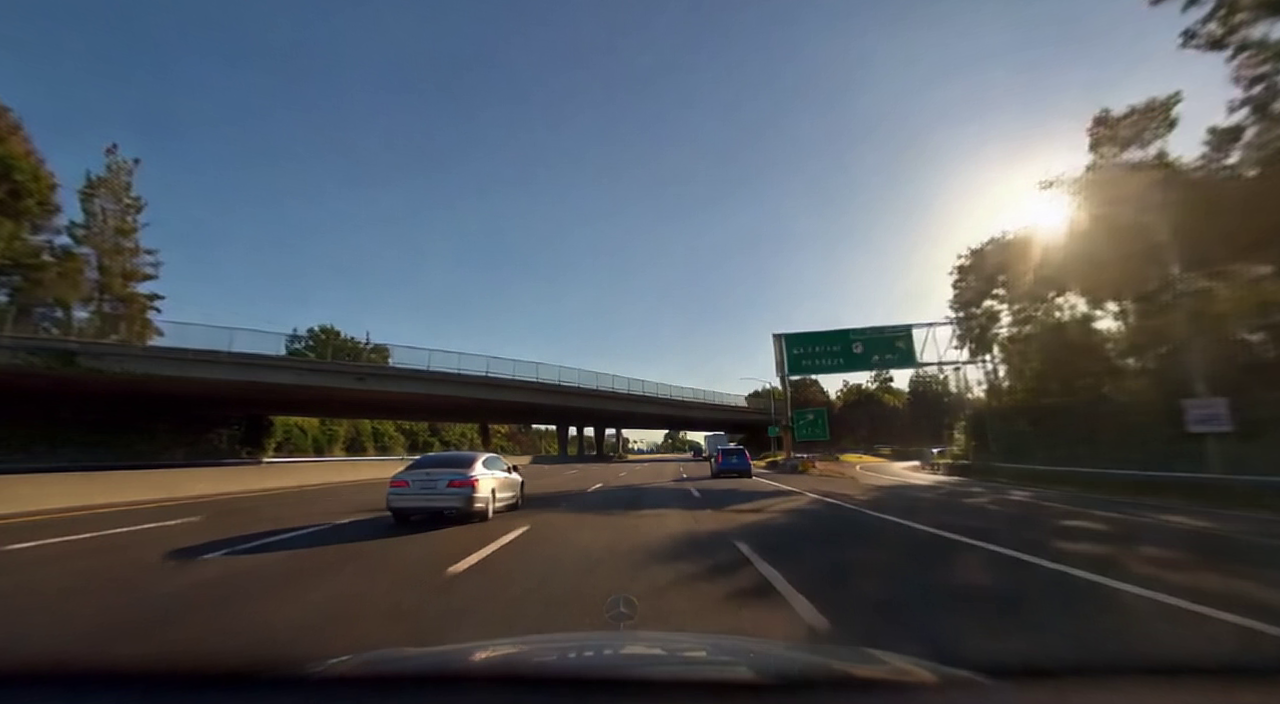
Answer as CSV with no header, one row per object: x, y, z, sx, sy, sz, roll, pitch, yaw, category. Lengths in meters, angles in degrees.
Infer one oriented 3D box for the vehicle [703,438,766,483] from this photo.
4.172,4.881,28.548,2.225,1.833,4.340,0,-9,1,vehicle

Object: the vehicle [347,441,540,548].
-3.129,2.367,11.153,1.937,1.490,4.372,0,-9,1,vehicle
